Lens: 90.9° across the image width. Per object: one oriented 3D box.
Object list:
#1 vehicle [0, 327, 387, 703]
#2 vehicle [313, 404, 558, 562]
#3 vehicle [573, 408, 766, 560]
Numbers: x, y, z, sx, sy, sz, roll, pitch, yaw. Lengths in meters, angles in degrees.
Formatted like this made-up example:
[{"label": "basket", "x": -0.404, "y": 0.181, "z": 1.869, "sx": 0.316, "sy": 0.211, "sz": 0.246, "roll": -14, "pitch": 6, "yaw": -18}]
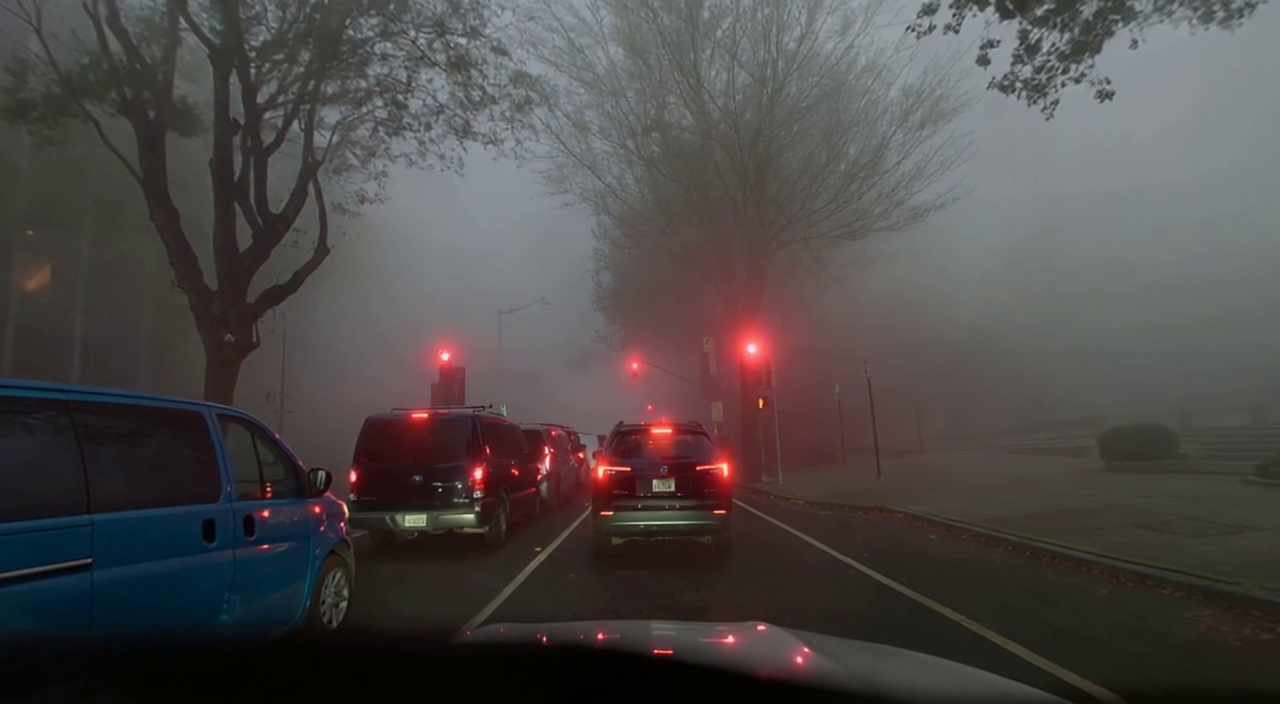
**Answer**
[{"label": "vehicle", "x": -3.177, "y": 0.979, "z": 3.481, "sx": 1.940, "sy": 1.722, "sz": 3.823, "roll": 0, "pitch": -8, "yaw": 0}, {"label": "vehicle", "x": -2.652, "y": 1.843, "z": 9.598, "sx": 2.124, "sy": 1.799, "sz": 4.587, "roll": 0, "pitch": -8, "yaw": 1}, {"label": "vehicle", "x": 0.356, "y": 1.808, "z": 9.251, "sx": 2.205, "sy": 1.727, "sz": 3.917, "roll": 0, "pitch": -8, "yaw": 1}]
